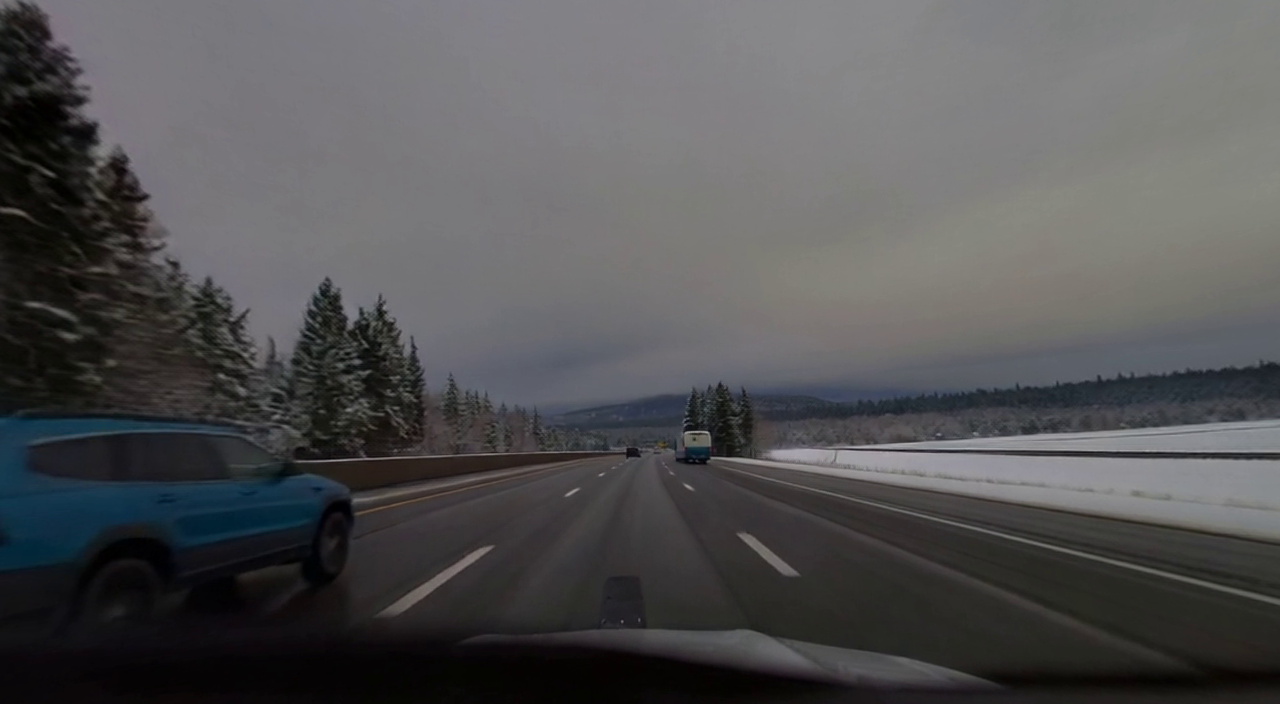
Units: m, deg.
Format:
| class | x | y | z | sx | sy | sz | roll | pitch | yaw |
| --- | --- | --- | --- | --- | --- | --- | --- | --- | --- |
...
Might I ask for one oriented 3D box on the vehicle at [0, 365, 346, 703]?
| class | x | y | z | sx | sy | sz | roll | pitch | yaw |
| --- | --- | --- | --- | --- | --- | --- | --- | --- | --- |
| vehicle | -4.064 | 1.049 | 4.054 | 2.020 | 1.619 | 4.690 | 0 | -9 | 1 |
